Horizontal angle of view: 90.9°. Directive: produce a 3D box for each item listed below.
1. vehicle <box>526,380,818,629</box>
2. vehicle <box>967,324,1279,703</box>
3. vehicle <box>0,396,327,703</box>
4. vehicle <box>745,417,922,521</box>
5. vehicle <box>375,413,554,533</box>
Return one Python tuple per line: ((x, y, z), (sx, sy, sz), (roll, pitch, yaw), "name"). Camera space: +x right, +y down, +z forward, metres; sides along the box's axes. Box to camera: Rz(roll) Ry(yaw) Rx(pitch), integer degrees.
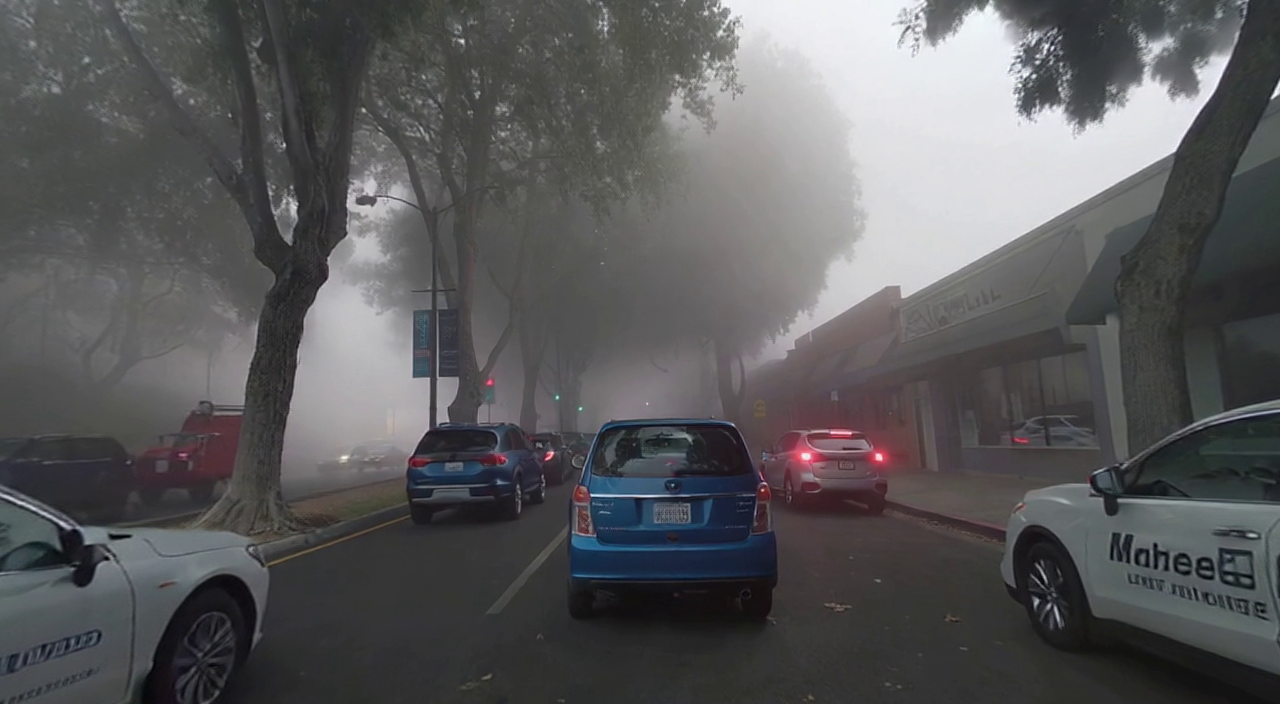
((0.211, 1.385, 6.593), (2.075, 1.770, 4.018), (0, -8, 0), "vehicle")
((4.008, 0.906, 3.243), (1.987, 1.877, 5.330), (3, -8, 2), "vehicle")
((-2.942, 0.862, 1.834), (1.908, 1.474, 4.257), (0, -8, -1), "vehicle")
((4.048, 2.584, 14.540), (2.038, 1.865, 5.786), (1, -8, -2), "vehicle")
((-2.999, 2.186, 11.958), (2.135, 1.806, 4.514), (0, -8, -1), "vehicle")
